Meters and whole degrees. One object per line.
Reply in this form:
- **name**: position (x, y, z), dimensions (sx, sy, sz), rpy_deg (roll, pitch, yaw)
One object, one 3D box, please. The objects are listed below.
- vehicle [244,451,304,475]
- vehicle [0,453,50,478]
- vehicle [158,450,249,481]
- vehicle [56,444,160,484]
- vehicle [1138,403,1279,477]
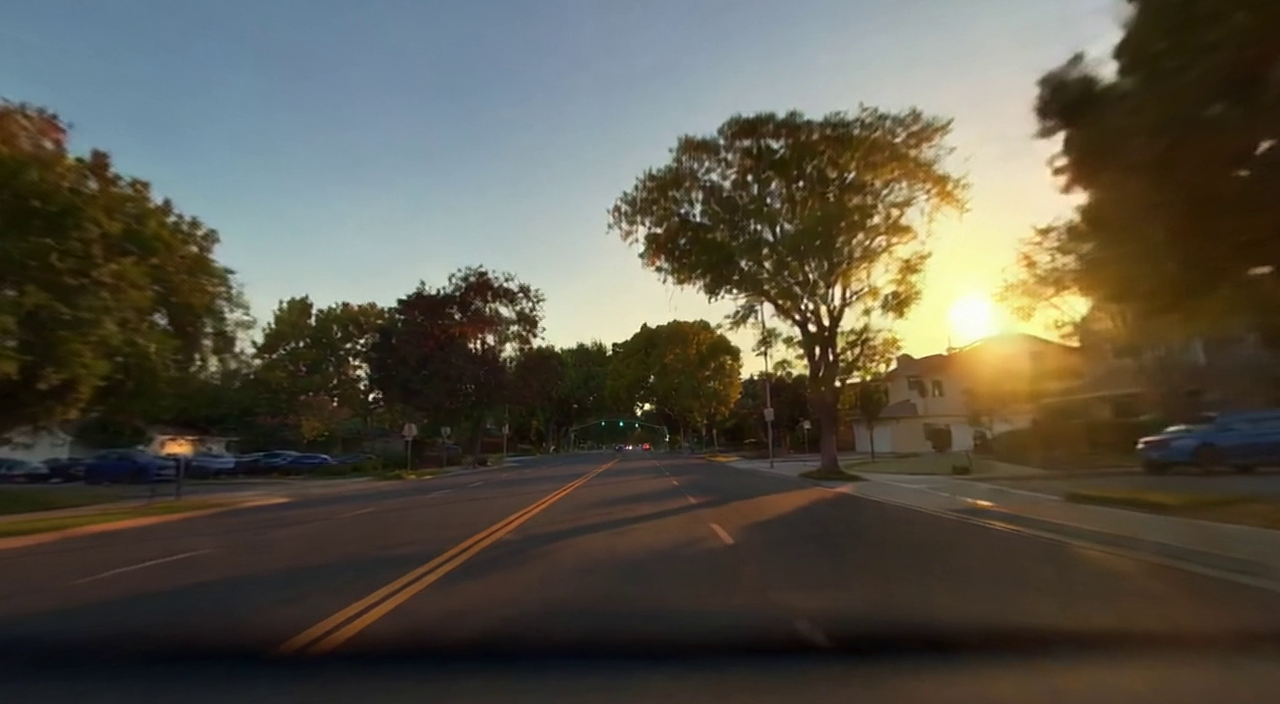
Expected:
- **vehicle**: position (-28.298, 8.530, 48.808), dimensions (4.425, 1.570, 1.959), rpy_deg (-3, -8, 30)
- **vehicle**: position (-40.854, 7.241, 40.355), dimensions (4.030, 1.467, 1.994), rpy_deg (4, -9, -25)
- **vehicle**: position (-23.449, 6.055, 33.943), dimensions (4.584, 1.562, 2.091), rpy_deg (-5, -10, 29)
- **vehicle**: position (-28.971, 6.032, 34.363), dimensions (5.502, 1.936, 2.147), rpy_deg (-4, -8, 26)
- **vehicle**: position (21.223, 3.033, 21.817), dimensions (6.048, 2.416, 2.158), rpy_deg (0, -9, 0)
